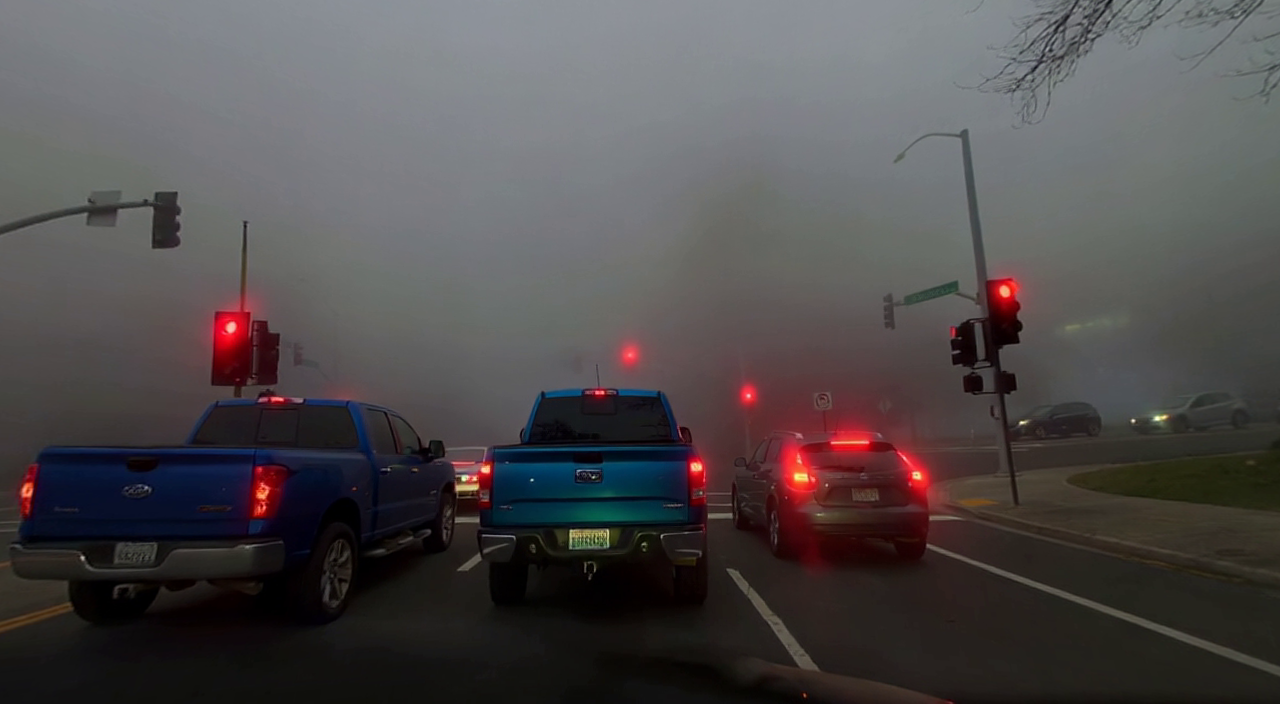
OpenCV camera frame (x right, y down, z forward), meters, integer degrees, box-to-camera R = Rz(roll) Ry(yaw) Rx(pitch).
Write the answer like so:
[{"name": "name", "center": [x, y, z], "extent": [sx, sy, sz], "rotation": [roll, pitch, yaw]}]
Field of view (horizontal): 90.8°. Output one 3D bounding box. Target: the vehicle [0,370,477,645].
[{"name": "vehicle", "center": [-3.464, 1.417, 6.881], "extent": [2.146, 1.828, 5.148], "rotation": [0, -9, -2]}]

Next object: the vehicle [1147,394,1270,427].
[{"name": "vehicle", "center": [29.320, 3.043, 32.661], "extent": [4.540, 1.543, 1.803], "rotation": [0, -9, 0]}]

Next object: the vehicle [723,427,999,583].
[{"name": "vehicle", "center": [2.421, 1.803, 8.323], "extent": [2.016, 1.481, 4.336], "rotation": [0, -9, -1]}]

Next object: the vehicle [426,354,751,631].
[{"name": "vehicle", "center": [-0.398, 1.313, 6.770], "extent": [2.282, 1.964, 4.421], "rotation": [0, -9, -1]}]

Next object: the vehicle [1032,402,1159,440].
[{"name": "vehicle", "center": [23.290, 3.590, 32.481], "extent": [4.721, 1.866, 2.188], "rotation": [0, -9, 2]}]
